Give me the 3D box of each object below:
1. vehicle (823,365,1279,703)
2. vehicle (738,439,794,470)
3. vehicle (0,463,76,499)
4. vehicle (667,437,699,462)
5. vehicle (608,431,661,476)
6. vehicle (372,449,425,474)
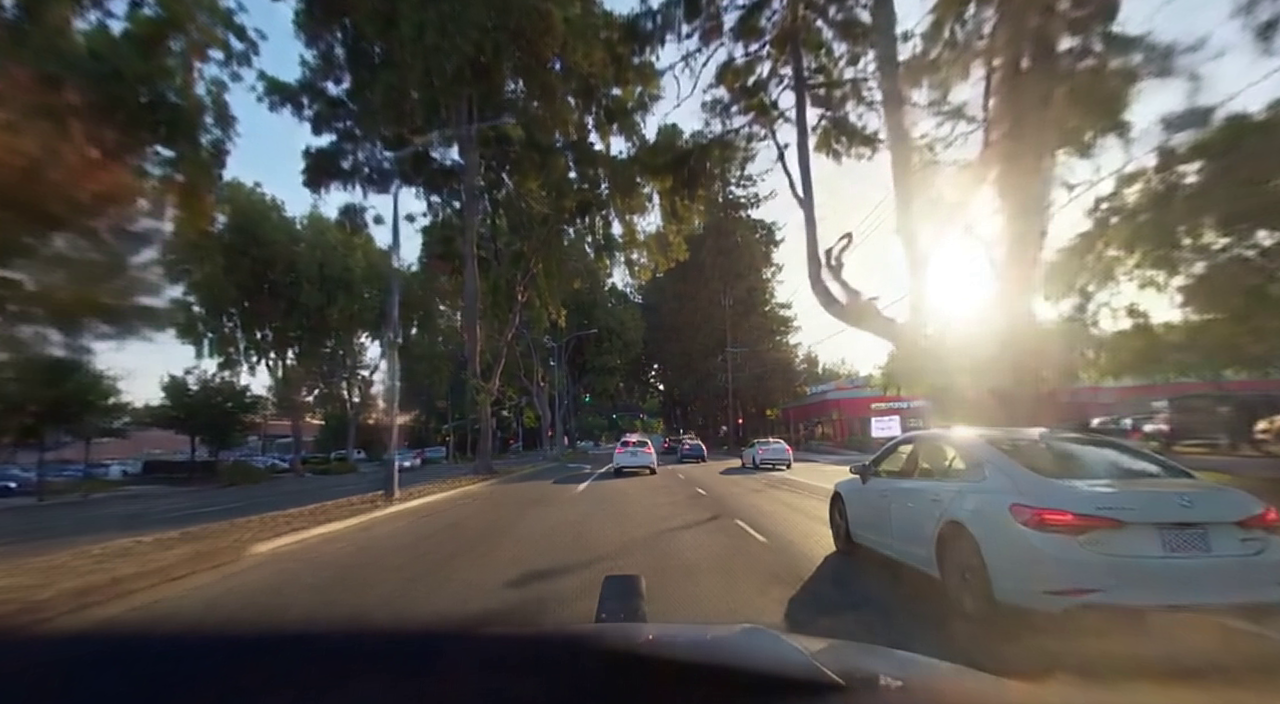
[{"bbox_3d":[3.271,1.212,5.137,2.153,1.658,4.485,0,-8,-1],"label":"vehicle"},{"bbox_3d":[6.347,5.208,32.301,1.883,1.452,4.258,0,-8,-1],"label":"vehicle"},{"bbox_3d":[-30.325,6.314,30.692,4.058,1.535,1.826,-2,-8,-2],"label":"vehicle"},{"bbox_3d":[3.131,7.159,46.524,2.000,1.745,4.206,0,-8,-1],"label":"vehicle"},{"bbox_3d":[-0.234,4.398,27.512,2.106,1.798,4.168,0,-8,0],"label":"vehicle"},{"bbox_3d":[-17.245,7.823,45.278,1.984,1.492,4.677,-5,-8,-1],"label":"vehicle"}]
